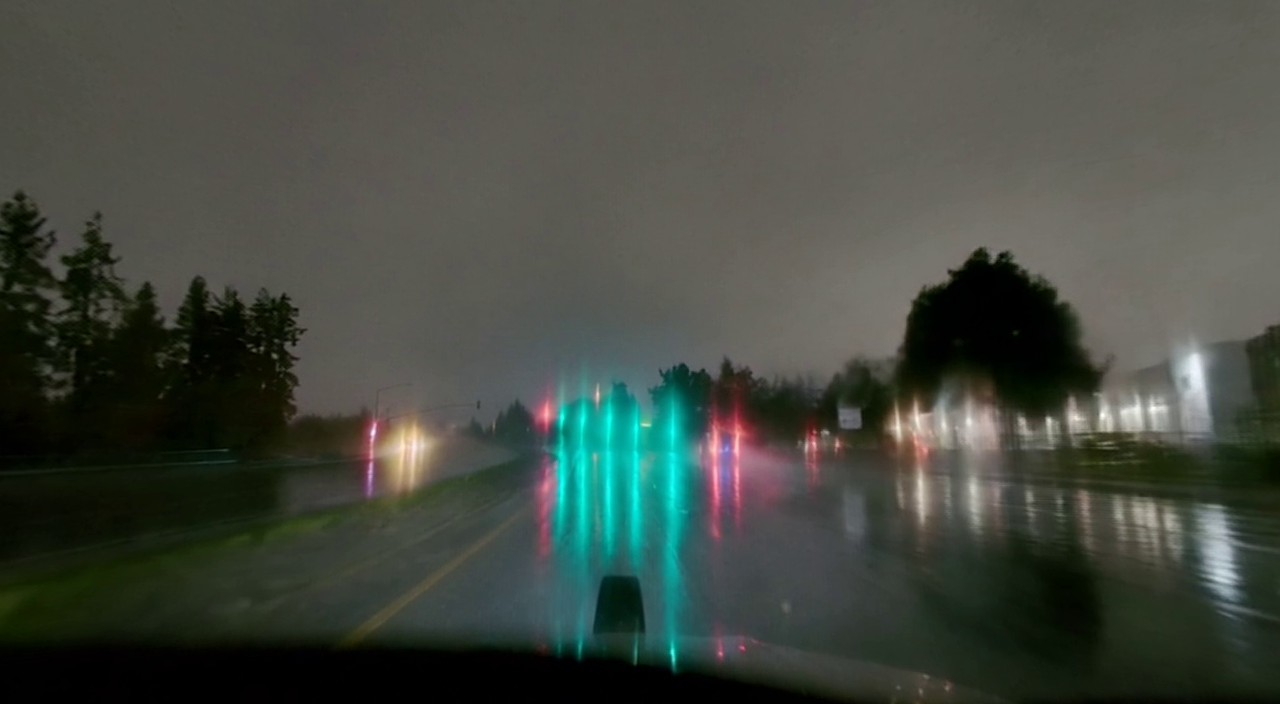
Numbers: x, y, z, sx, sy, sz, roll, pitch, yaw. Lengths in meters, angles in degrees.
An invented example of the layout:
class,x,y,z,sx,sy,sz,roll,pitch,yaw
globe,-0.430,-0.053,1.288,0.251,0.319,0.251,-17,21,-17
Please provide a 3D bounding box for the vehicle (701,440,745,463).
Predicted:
class,x,y,z,sx,sy,sz,roll,pitch,yaw
vehicle,5.734,6.937,44.094,1.908,1.483,4.474,1,-9,-9
